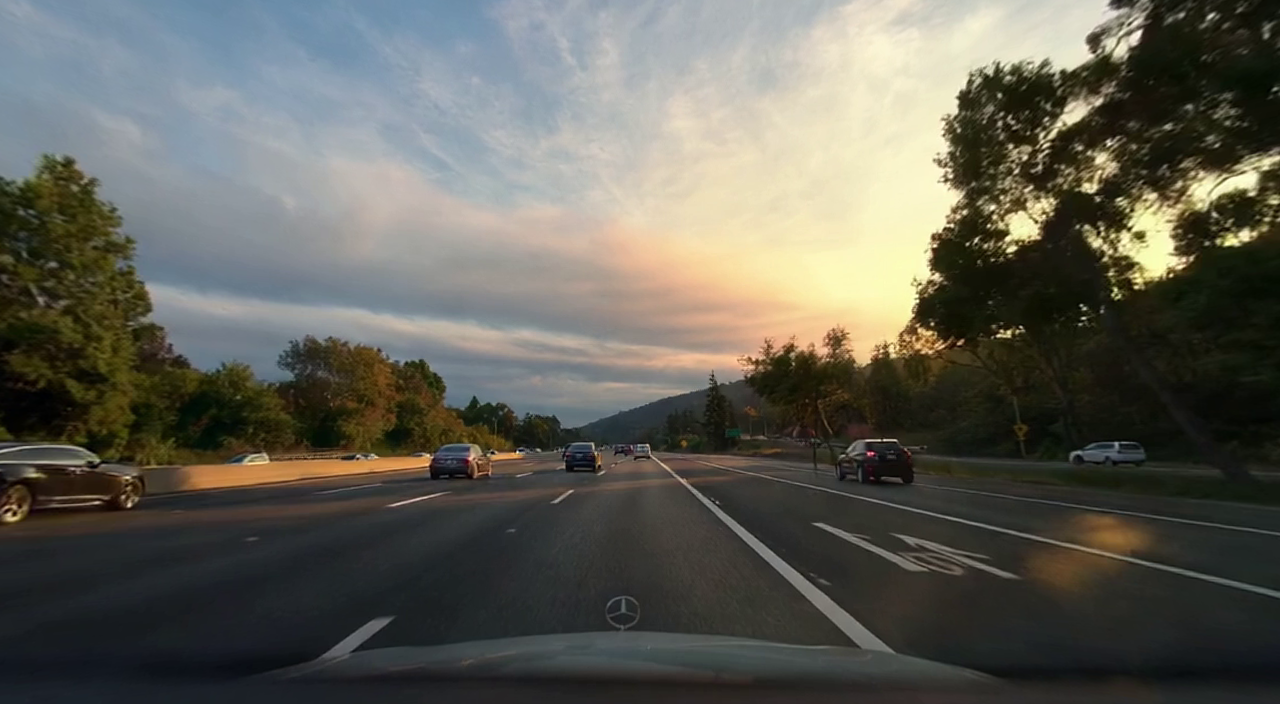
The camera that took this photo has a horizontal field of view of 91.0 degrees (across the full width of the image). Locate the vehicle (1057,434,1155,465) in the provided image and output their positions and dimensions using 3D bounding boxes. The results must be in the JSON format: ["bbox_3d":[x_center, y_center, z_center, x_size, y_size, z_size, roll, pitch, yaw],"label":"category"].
[{"bbox_3d":[28.502,6.001,38.751,2.051,1.728,4.927,0,-9,-3],"label":"vehicle"}]

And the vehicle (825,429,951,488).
[{"bbox_3d":[8.464,3.715,22.117,2.259,1.816,4.862,0,-9,-2],"label":"vehicle"}]

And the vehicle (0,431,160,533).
[{"bbox_3d":[-11.322,2.271,11.317,1.958,1.633,4.302,0,-9,0],"label":"vehicle"}]

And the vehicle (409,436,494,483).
[{"bbox_3d":[-7.647,4.412,26.007,2.087,1.755,4.457,0,-9,0],"label":"vehicle"}]

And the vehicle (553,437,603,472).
[{"bbox_3d":[-3.614,6.142,37.827,2.288,1.962,5.119,0,-9,2],"label":"vehicle"}]
